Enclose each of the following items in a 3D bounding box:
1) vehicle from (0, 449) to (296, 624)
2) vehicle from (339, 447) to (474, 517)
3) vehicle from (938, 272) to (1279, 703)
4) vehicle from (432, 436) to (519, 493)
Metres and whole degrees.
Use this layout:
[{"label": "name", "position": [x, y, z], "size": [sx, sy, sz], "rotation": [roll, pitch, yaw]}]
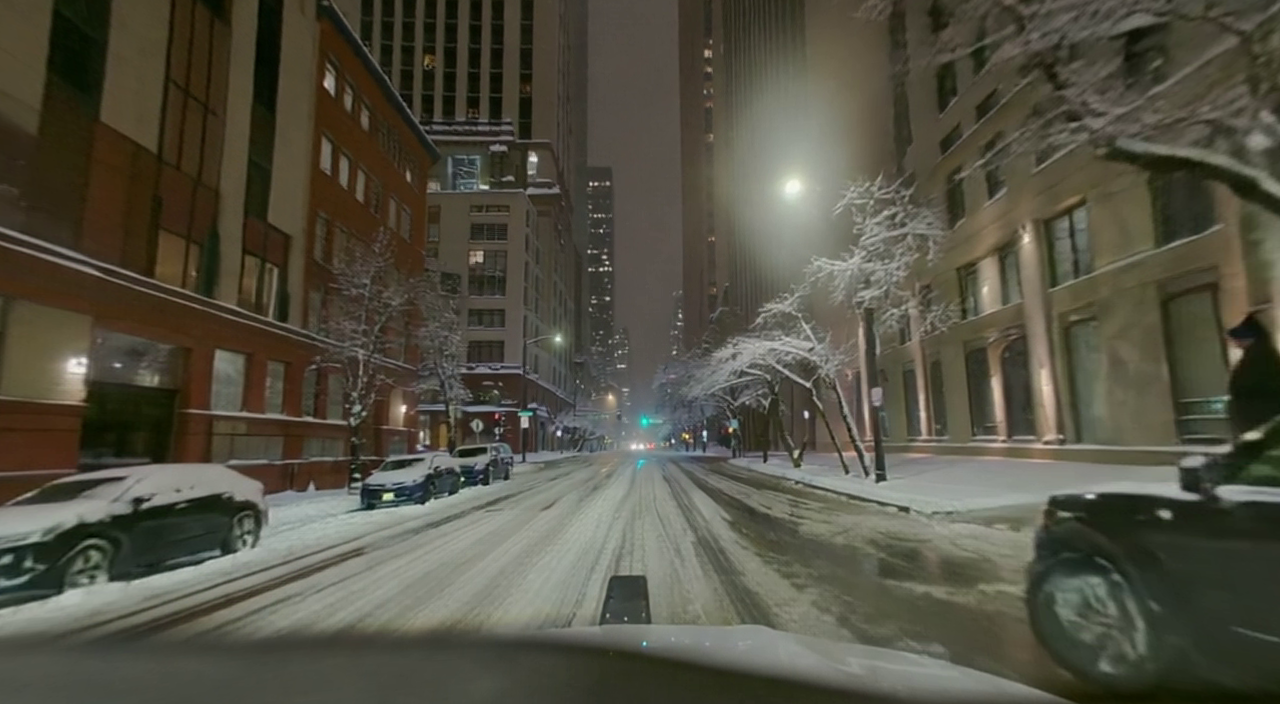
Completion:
[{"label": "vehicle", "position": [-6.657, 2.120, 8.090], "size": [2.110, 1.498, 4.555], "rotation": [-4, -8, -2]}, {"label": "vehicle", "position": [-6.657, 3.698, 18.606], "size": [2.270, 1.539, 4.855], "rotation": [-4, -8, -2]}, {"label": "vehicle", "position": [3.880, 0.616, 2.196], "size": [2.568, 2.001, 5.999], "rotation": [-1, -8, -2]}, {"label": "vehicle", "position": [-6.508, 4.452, 25.513], "size": [2.273, 1.871, 4.920], "rotation": [-4, -8, -2]}]
